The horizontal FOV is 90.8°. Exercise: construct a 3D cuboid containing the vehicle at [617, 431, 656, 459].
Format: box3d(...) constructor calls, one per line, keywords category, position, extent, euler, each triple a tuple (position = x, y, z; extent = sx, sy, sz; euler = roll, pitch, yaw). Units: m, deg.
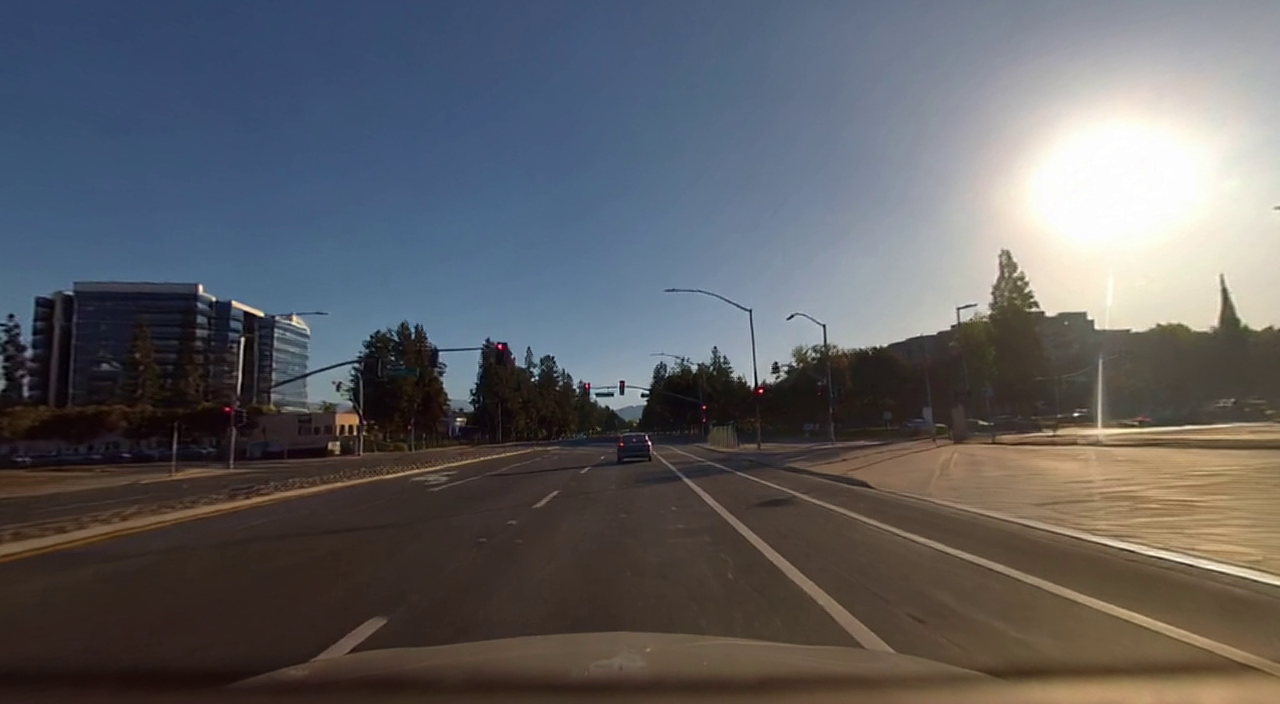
box3d(category="vehicle", position=(-0.226, 5.222, 35.471), extent=(2.107, 1.470, 3.974), euler=(0, -8, -1))
